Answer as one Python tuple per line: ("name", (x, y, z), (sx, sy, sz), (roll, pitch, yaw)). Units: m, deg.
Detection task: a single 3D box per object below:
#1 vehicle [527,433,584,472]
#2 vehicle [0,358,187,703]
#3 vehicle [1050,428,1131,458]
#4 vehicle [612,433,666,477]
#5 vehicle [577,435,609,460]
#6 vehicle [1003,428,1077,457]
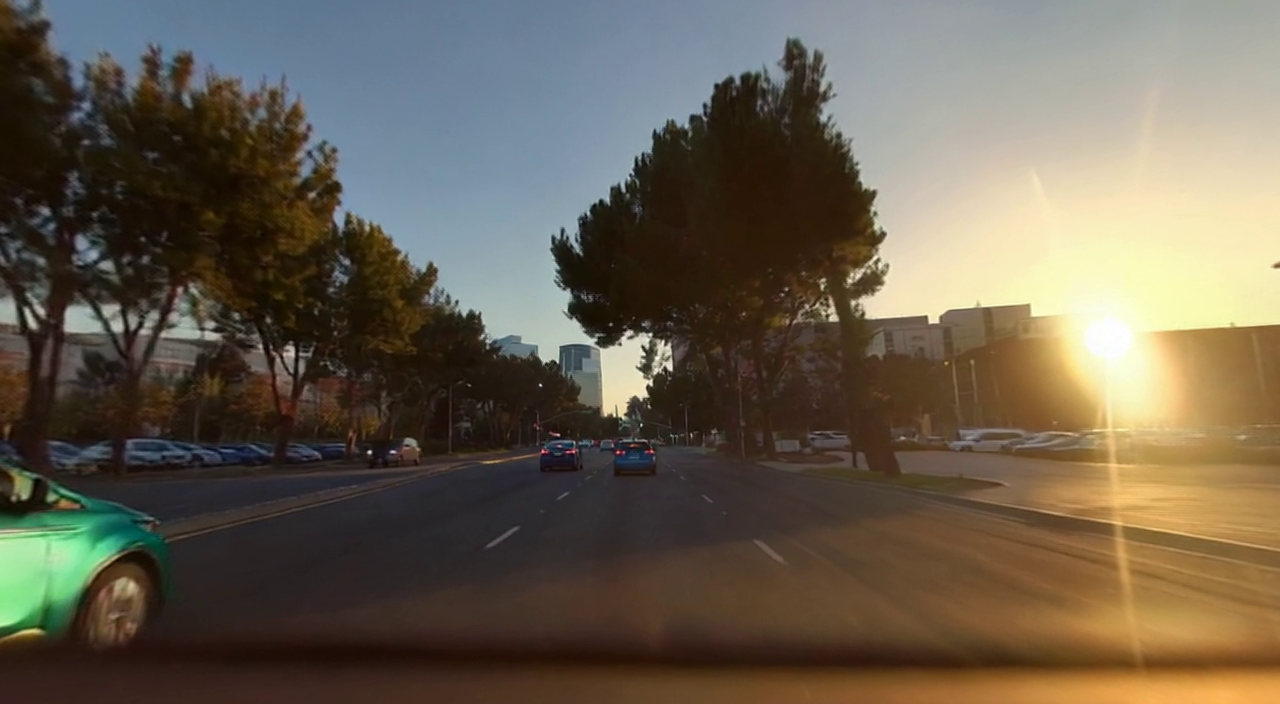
("vehicle", (-4.012, 4.877, 30.565), (2.113, 1.713, 4.422), (0, -8, 0))
("vehicle", (-3.714, 0.699, 1.547), (2.070, 1.641, 4.152), (0, -8, 0))
("vehicle", (22.344, 4.492, 31.277), (1.487, 1.361, 3.317), (-1, -6, -1))
("vehicle", (-0.054, 4.257, 26.087), (2.042, 1.641, 4.187), (0, -8, 0))
("vehicle", (-3.588, 7.427, 48.901), (2.047, 1.810, 4.414), (0, -8, 1))
("vehicle", (19.894, 4.528, 31.350), (1.466, 1.357, 3.288), (0, -8, -1))
